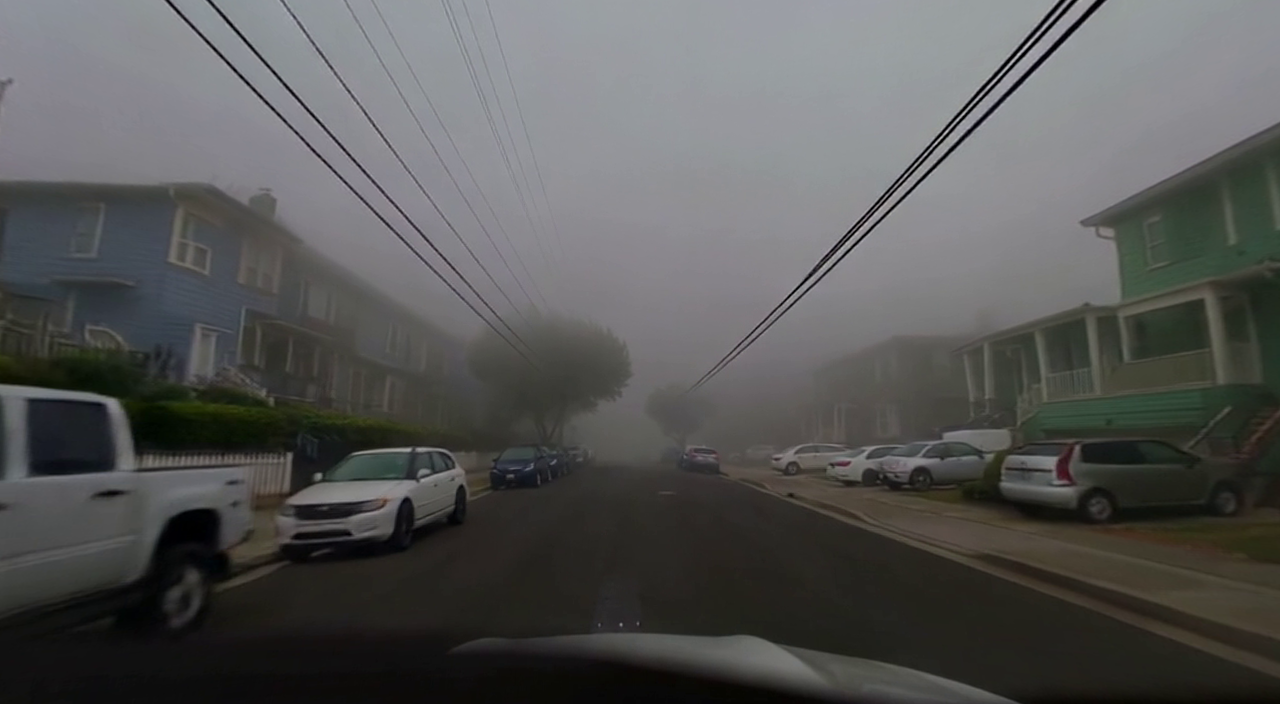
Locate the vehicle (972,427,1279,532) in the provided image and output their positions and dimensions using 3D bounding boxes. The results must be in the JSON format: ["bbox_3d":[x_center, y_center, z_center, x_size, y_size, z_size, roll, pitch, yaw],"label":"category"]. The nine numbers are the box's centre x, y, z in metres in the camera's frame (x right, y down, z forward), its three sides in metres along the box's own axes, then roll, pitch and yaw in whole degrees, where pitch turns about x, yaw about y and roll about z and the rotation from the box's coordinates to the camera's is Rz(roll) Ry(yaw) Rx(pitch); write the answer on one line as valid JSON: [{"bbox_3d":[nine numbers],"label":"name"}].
[{"bbox_3d":[8.224,2.007,10.300,4.594,1.512,1.824,0,-8,-2],"label":"vehicle"}]

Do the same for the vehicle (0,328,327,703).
[{"bbox_3d":[-4.024,0.915,3.434,2.057,1.887,5.053,0,-9,0],"label":"vehicle"}]

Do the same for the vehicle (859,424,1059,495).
[{"bbox_3d":[8.745,2.962,17.592,4.512,1.841,1.912,0,-9,-3],"label":"vehicle"}]

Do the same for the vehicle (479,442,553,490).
[{"bbox_3d":[-4.232,3.945,22.217,1.745,1.490,4.304,0,-9,0],"label":"vehicle"}]

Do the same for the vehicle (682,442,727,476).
[{"bbox_3d":[3.233,5.417,32.271,1.916,1.587,3.986,0,-9,0],"label":"vehicle"}]

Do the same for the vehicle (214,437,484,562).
[{"bbox_3d":[-4.044,2.108,9.898,1.925,1.463,4.700,0,-8,1],"label":"vehicle"}]

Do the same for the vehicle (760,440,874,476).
[{"bbox_3d":[7.719,4.664,27.928,4.480,1.497,1.884,0,-8,1],"label":"vehicle"}]
